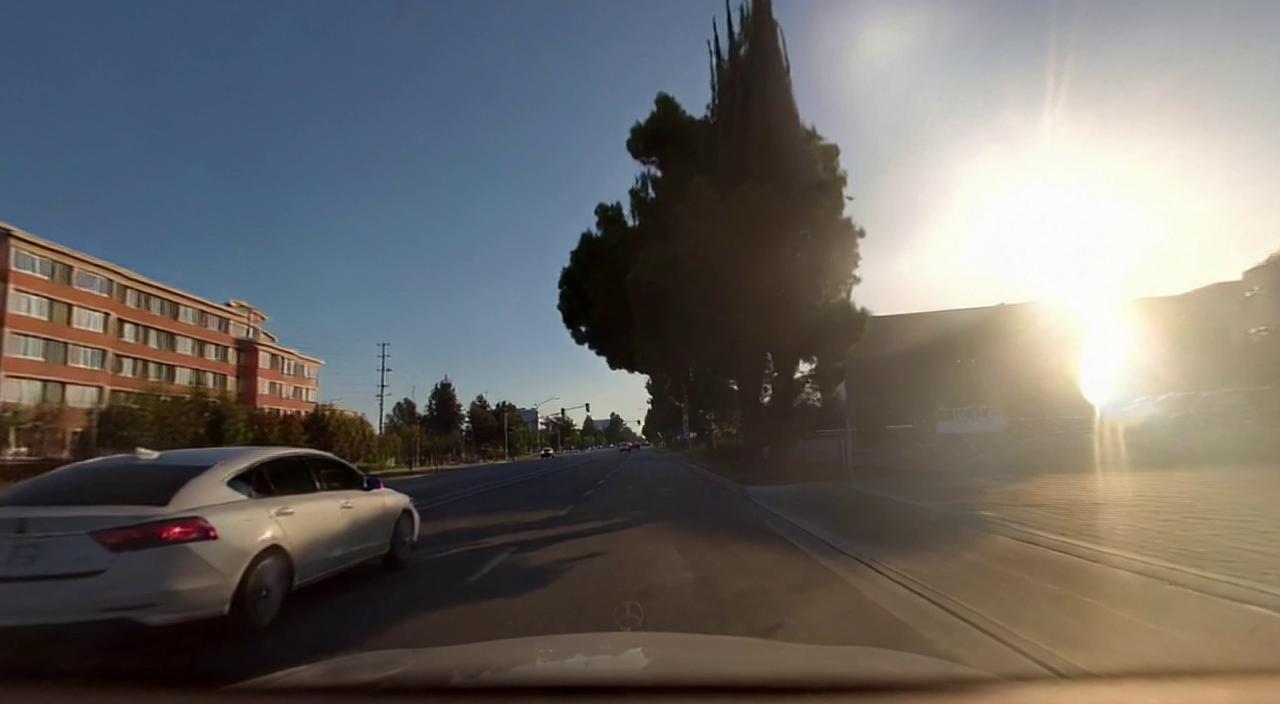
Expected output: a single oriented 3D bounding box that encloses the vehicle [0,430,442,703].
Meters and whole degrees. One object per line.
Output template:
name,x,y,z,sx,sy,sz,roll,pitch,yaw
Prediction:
vehicle,-3.474,1.470,5.389,1.972,1.490,4.591,0,-8,1
